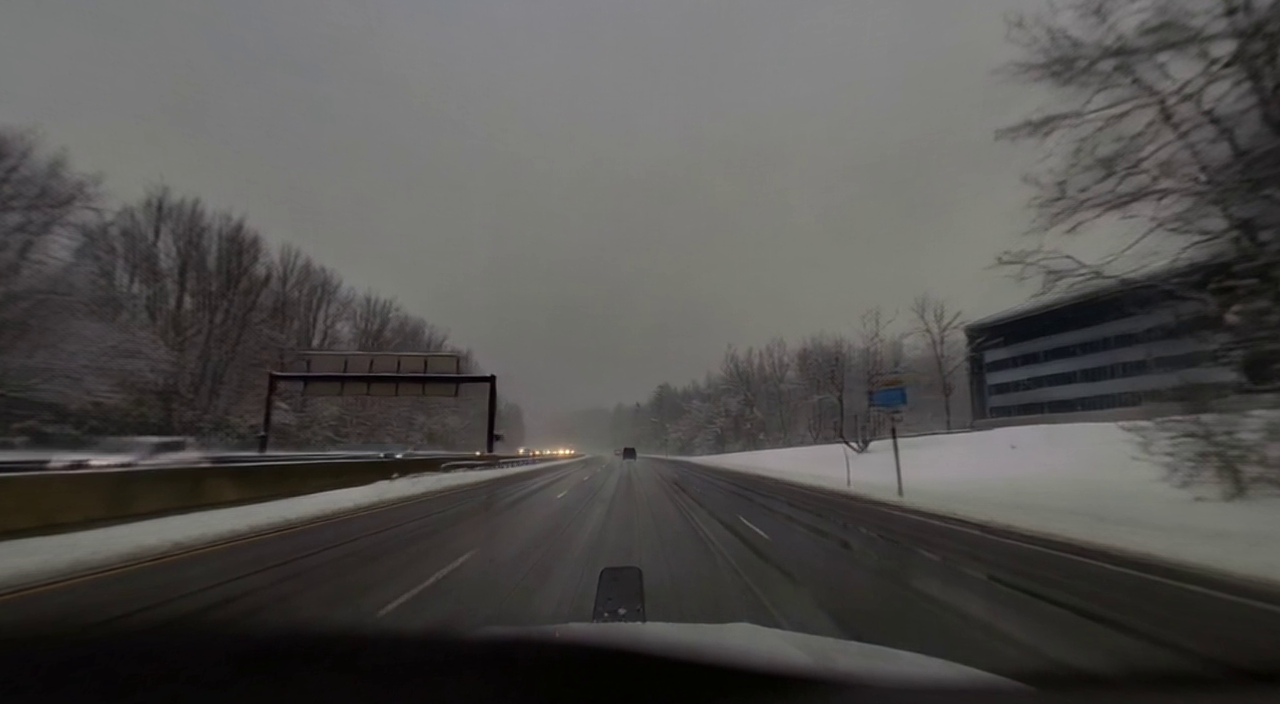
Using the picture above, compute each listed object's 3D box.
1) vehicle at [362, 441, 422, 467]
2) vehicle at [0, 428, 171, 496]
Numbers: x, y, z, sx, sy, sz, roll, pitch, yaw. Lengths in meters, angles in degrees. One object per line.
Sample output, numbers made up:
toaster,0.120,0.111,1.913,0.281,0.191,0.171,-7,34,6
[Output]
vehicle,-14.740,6.089,37.688,1.878,1.478,4.122,0,-9,0
vehicle,-14.663,2.752,16.068,1.842,1.473,4.625,0,-9,0
